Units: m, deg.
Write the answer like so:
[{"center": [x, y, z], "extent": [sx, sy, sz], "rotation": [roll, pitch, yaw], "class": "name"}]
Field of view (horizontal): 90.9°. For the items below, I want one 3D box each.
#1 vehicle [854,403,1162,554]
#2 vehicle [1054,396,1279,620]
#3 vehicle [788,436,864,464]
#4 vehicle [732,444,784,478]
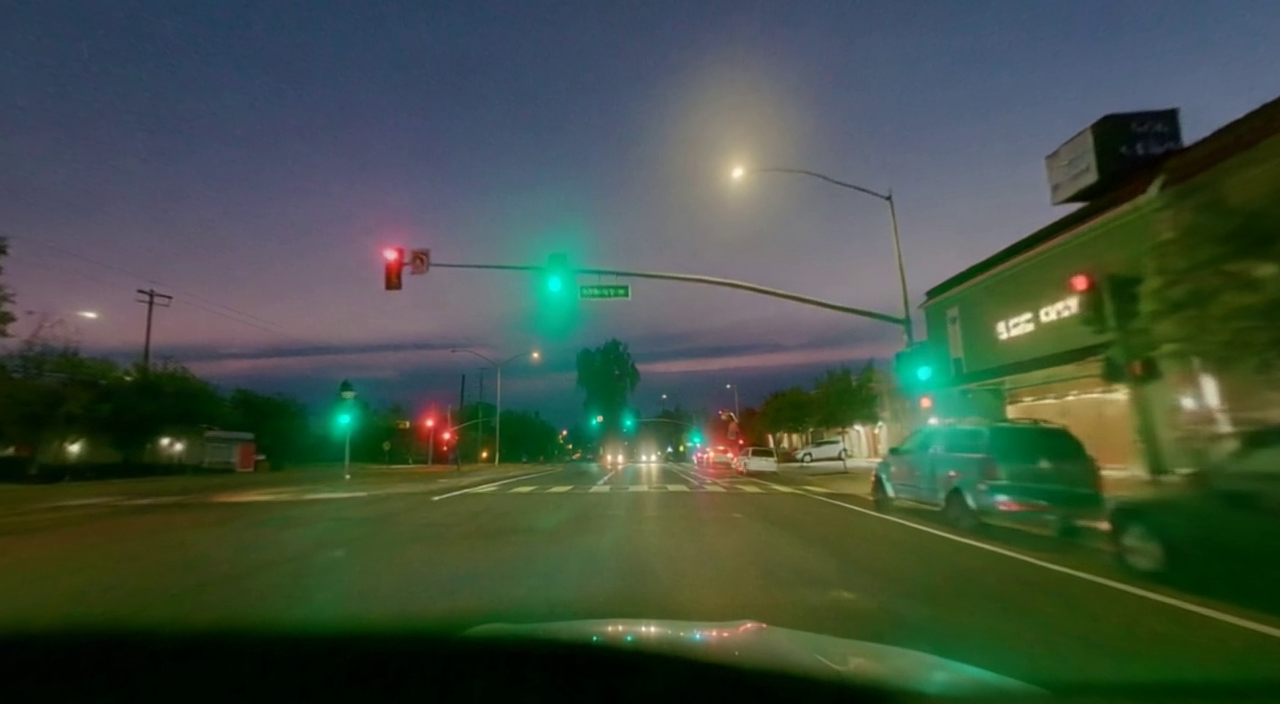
[{"center": [5.870, 2.083, 11.189], "extent": [2.182, 2.019, 5.247], "rotation": [0, -8, -1], "class": "vehicle"}, {"center": [5.717, 1.149, 4.589], "extent": [1.845, 1.664, 5.285], "rotation": [0, -8, 0], "class": "vehicle"}, {"center": [12.890, 6.833, 43.899], "extent": [4.571, 1.827, 2.260], "rotation": [1, -9, -1], "class": "vehicle"}, {"center": [6.110, 5.660, 33.011], "extent": [1.955, 1.679, 3.890], "rotation": [0, -8, 0], "class": "vehicle"}]
